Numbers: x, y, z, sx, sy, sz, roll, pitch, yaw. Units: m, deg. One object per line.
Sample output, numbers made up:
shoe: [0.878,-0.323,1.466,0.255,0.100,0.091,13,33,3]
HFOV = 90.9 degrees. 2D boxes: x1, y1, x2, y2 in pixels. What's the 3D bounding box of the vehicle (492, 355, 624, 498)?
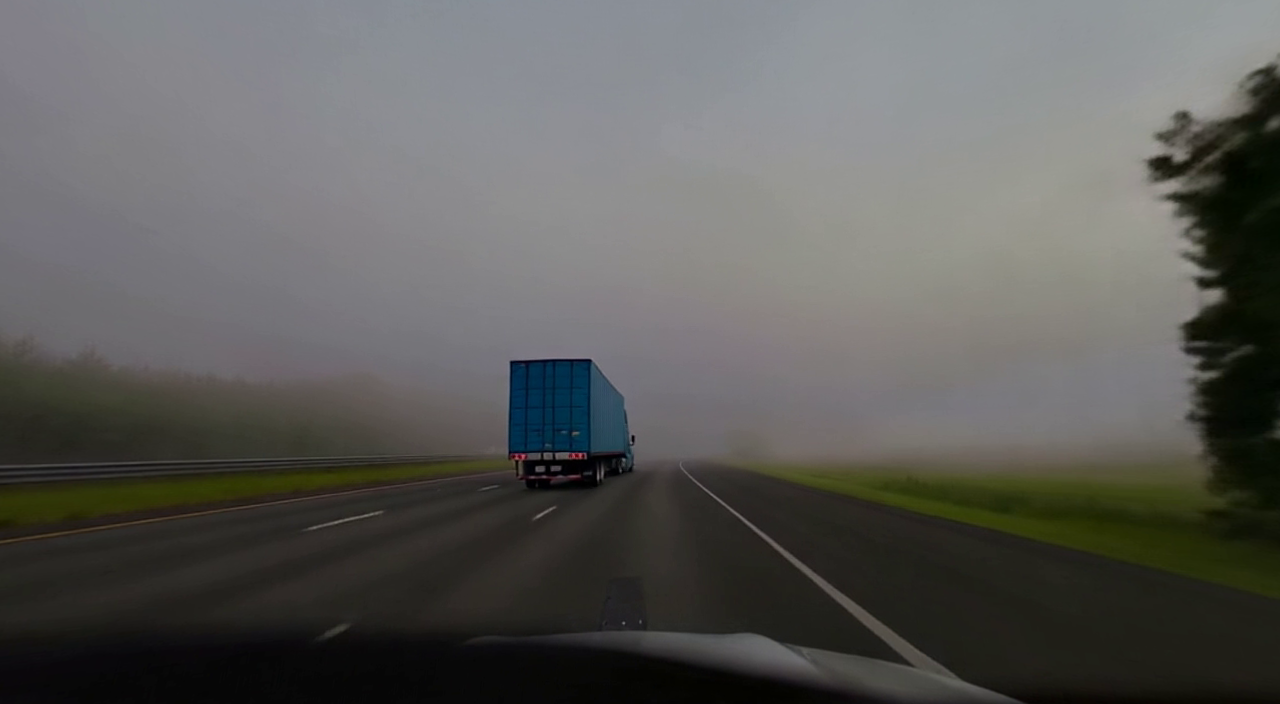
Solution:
vehicle: [-2.506,3.213,25.230,2.851,4.098,14.436,0,-9,2]
